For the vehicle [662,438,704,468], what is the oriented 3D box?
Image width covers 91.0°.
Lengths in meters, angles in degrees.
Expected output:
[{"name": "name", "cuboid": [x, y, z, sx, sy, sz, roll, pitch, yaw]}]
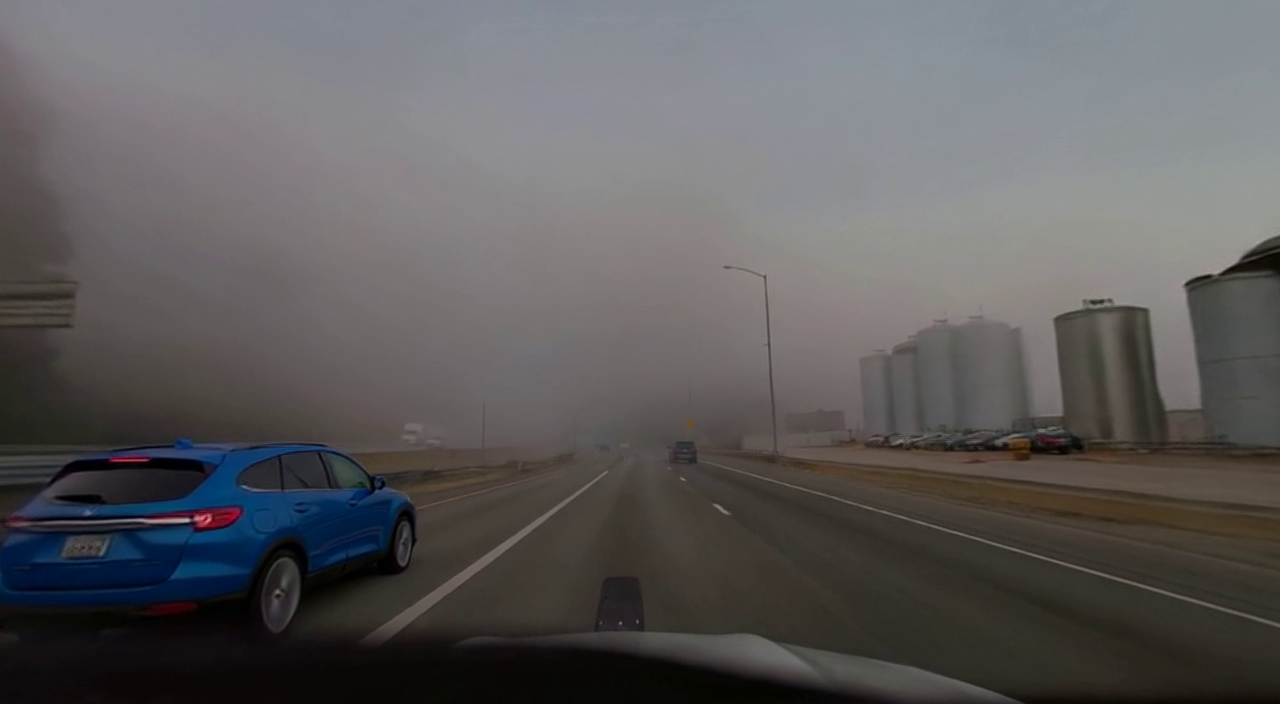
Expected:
[{"name": "vehicle", "cuboid": [2.694, 6.485, 40.651, 2.296, 1.790, 5.067, 0, -9, -1]}]
